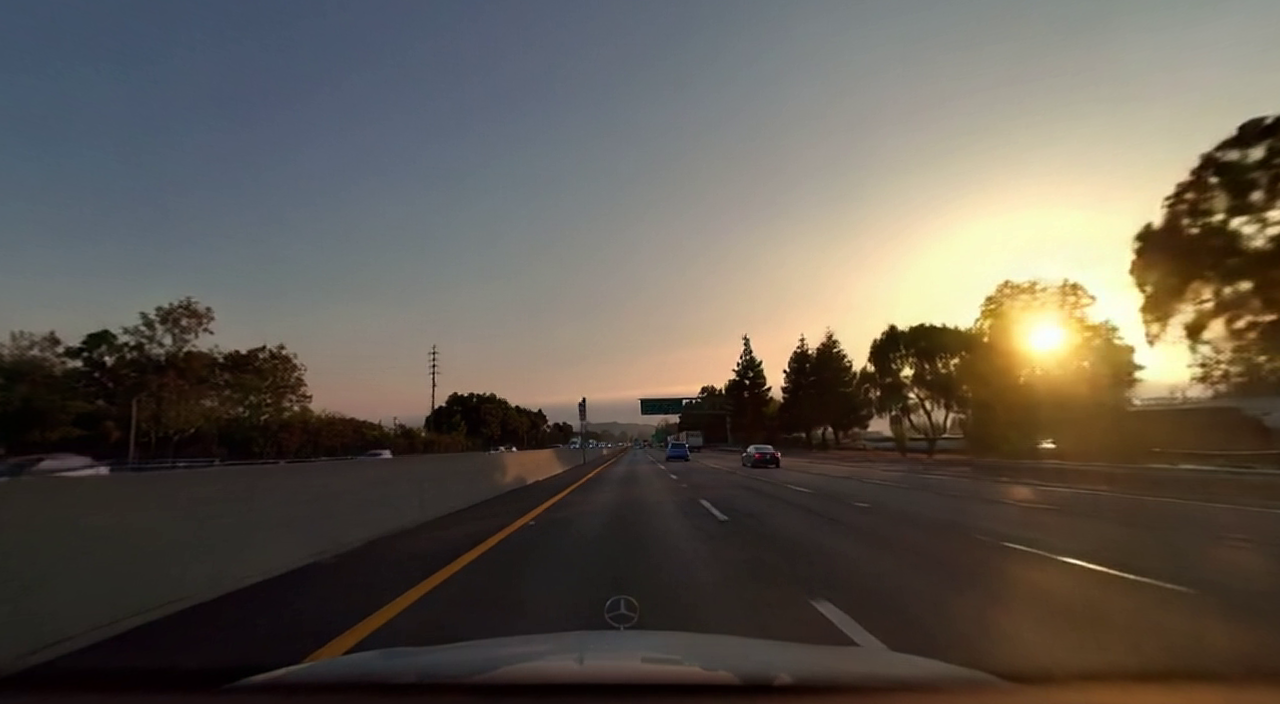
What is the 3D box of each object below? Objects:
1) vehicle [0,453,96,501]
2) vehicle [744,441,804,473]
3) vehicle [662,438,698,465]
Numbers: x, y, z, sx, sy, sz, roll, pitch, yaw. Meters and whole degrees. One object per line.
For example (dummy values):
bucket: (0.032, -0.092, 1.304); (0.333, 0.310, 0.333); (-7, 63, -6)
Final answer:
vehicle: (-22.196, 4.338, 22.115); (1.912, 1.513, 5.034); (0, -8, -1)
vehicle: (6.642, 5.247, 31.767); (2.009, 1.456, 4.097); (0, -9, -1)
vehicle: (2.833, 7.190, 45.870); (2.258, 1.824, 4.908); (0, -9, -1)
